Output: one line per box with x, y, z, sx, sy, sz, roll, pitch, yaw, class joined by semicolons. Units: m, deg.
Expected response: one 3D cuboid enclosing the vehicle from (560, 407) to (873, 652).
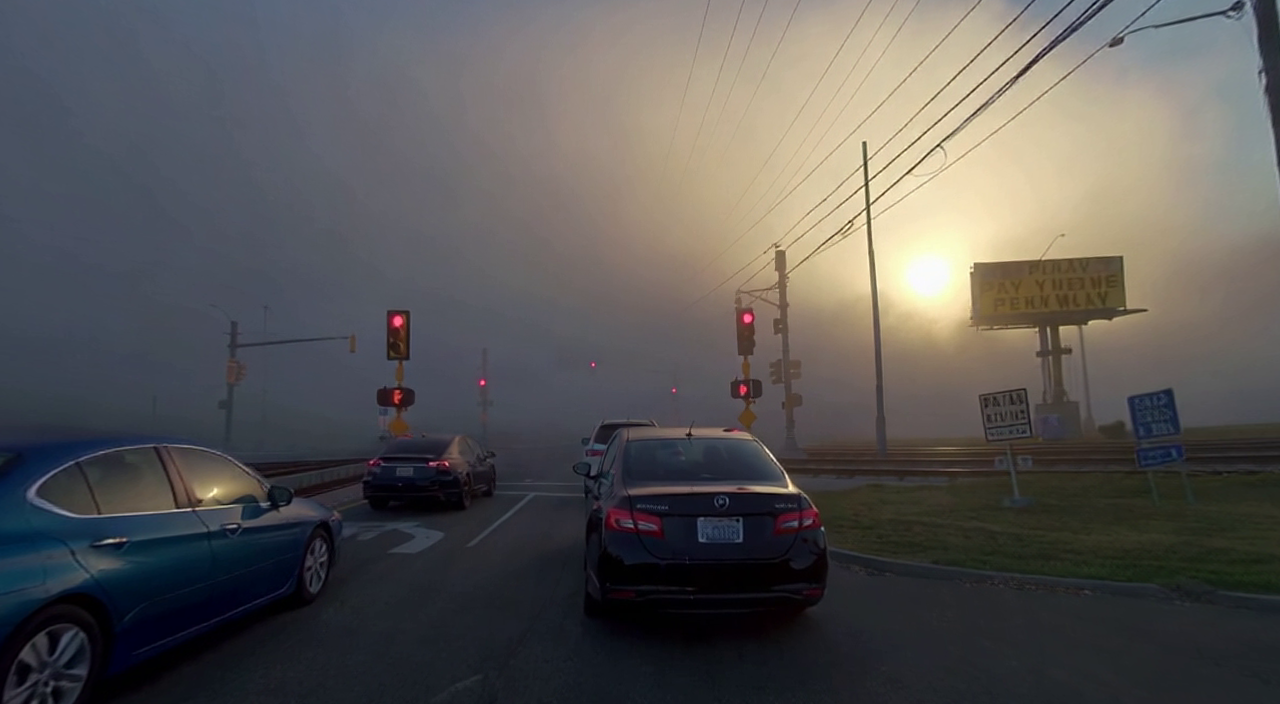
0.389;1.419;6.064;1.998;1.529;3.960;0;-9;-3;vehicle

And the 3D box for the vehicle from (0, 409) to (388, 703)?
-3.707;1.249;4.458;1.956;1.468;4.585;0;-9;0;vehicle

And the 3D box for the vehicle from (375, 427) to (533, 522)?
-3.357;2.289;12.292;1.984;1.505;3.982;0;-9;-2;vehicle
